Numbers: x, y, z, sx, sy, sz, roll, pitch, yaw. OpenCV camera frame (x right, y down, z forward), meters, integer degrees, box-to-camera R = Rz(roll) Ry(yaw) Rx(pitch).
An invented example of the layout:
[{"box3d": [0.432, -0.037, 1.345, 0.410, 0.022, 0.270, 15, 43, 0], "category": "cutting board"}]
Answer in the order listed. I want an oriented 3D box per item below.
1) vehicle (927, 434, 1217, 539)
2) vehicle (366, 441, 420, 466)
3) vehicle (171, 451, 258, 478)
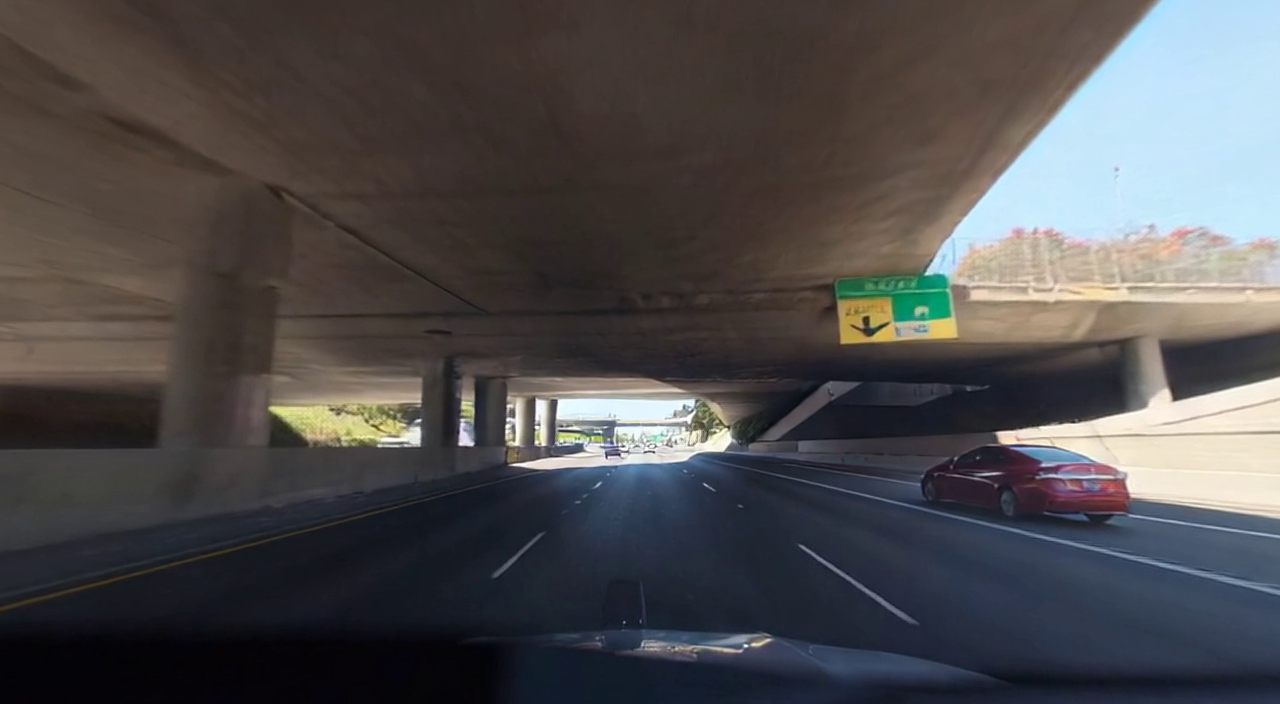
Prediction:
[{"box3d": [7.173, 2.244, 11.264, 1.914, 1.465, 4.574, 0, -8, 0], "category": "vehicle"}, {"box3d": [-17.824, 7.367, 45.774, 1.961, 1.700, 4.758, 0, -8, 0], "category": "vehicle"}, {"box3d": [-24.654, 6.501, 36.749, 1.834, 1.450, 4.501, 0, -8, 1], "category": "vehicle"}]
